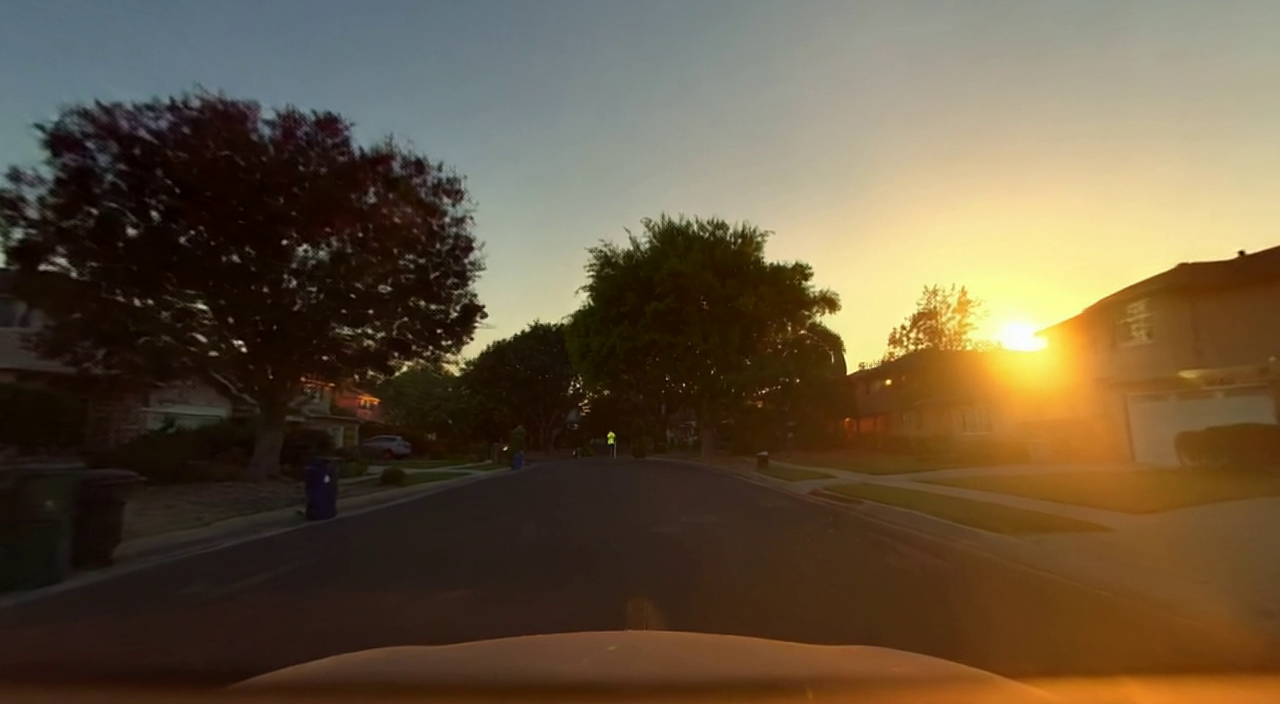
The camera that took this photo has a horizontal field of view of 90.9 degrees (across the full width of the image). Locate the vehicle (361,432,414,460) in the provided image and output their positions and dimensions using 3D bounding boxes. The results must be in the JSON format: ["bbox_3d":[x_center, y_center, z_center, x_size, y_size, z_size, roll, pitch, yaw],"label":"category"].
[{"bbox_3d":[-18.640,6.986,46.756,2.407,1.912,5.091,1,-8,-8],"label":"vehicle"}]
